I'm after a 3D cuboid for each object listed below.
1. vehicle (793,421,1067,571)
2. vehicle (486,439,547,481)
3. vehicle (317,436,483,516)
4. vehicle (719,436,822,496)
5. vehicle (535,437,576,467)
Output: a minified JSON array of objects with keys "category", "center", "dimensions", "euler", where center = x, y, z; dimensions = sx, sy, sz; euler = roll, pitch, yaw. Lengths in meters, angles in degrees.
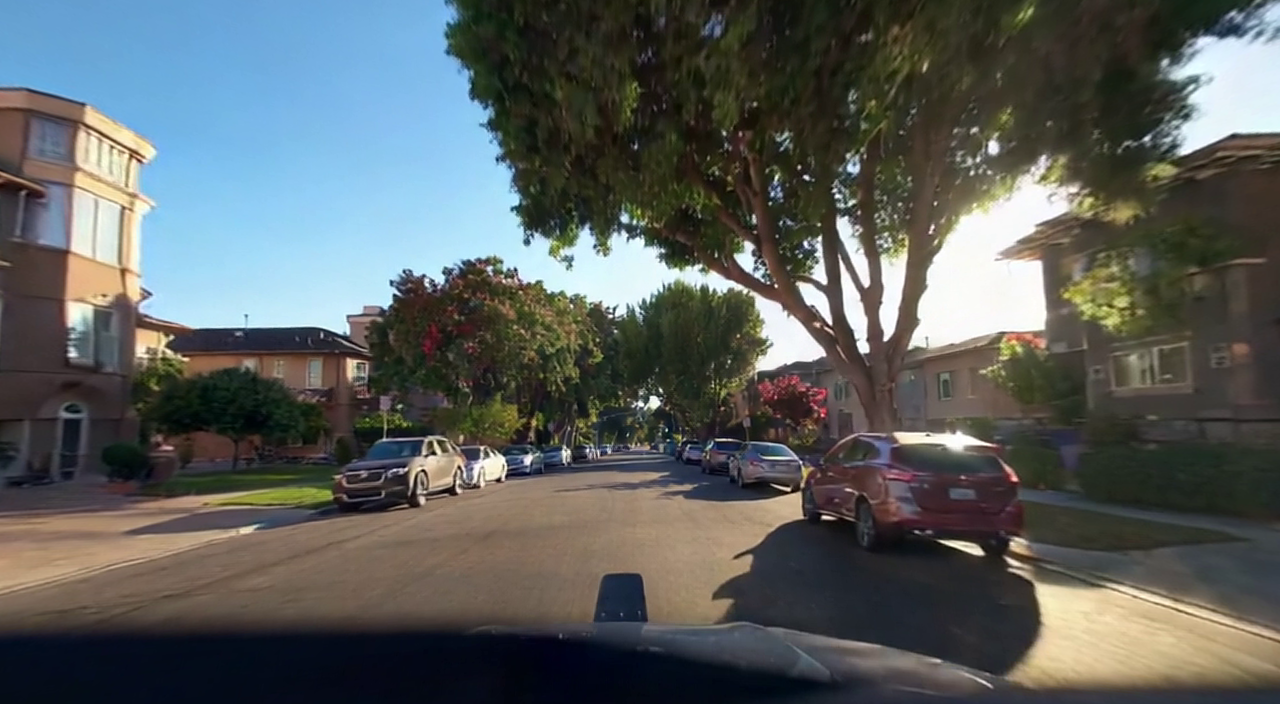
[{"category":"vehicle","center":[3.628,1.864,8.927],"dimensions":[1.909,1.595,4.136],"euler":[0,-8,0]},{"category":"vehicle","center":[-5.655,4.968,29.465],"dimensions":[1.901,1.475,4.425],"euler":[-4,-6,0]},{"category":"vehicle","center":[-5.733,3.015,15.958],"dimensions":[2.169,1.574,5.016],"euler":[-3,-9,1]},{"category":"vehicle","center":[3.562,3.209,18.127],"dimensions":[1.881,1.482,4.531],"euler":[0,-9,-2]},{"category":"vehicle","center":[-5.634,6.725,42.476],"dimensions":[2.106,1.760,4.573],"euler":[-4,-9,-1]}]
